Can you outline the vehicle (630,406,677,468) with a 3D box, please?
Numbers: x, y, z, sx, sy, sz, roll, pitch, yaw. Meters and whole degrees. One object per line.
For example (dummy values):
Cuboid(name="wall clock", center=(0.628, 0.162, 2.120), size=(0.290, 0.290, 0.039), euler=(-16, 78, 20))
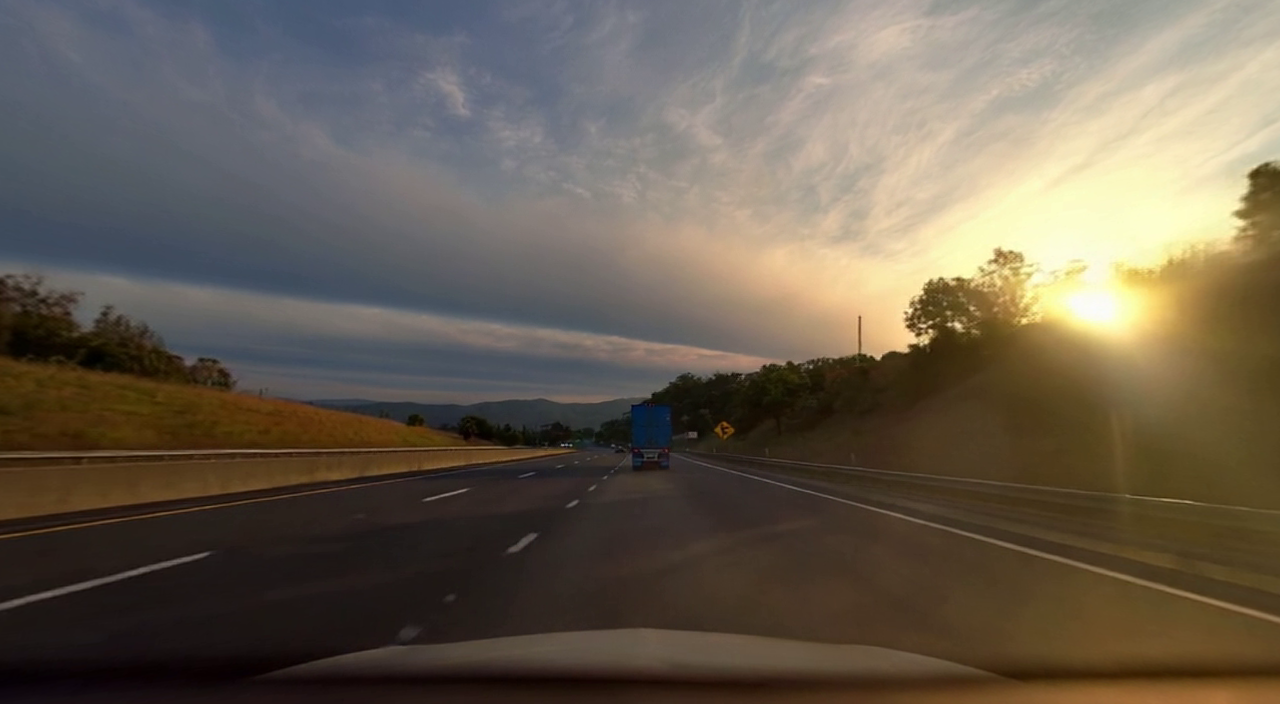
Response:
Cuboid(name="vehicle", center=(0.823, 6.432, 46.908), size=(3.055, 4.009, 10.972), euler=(0, -9, -1))
